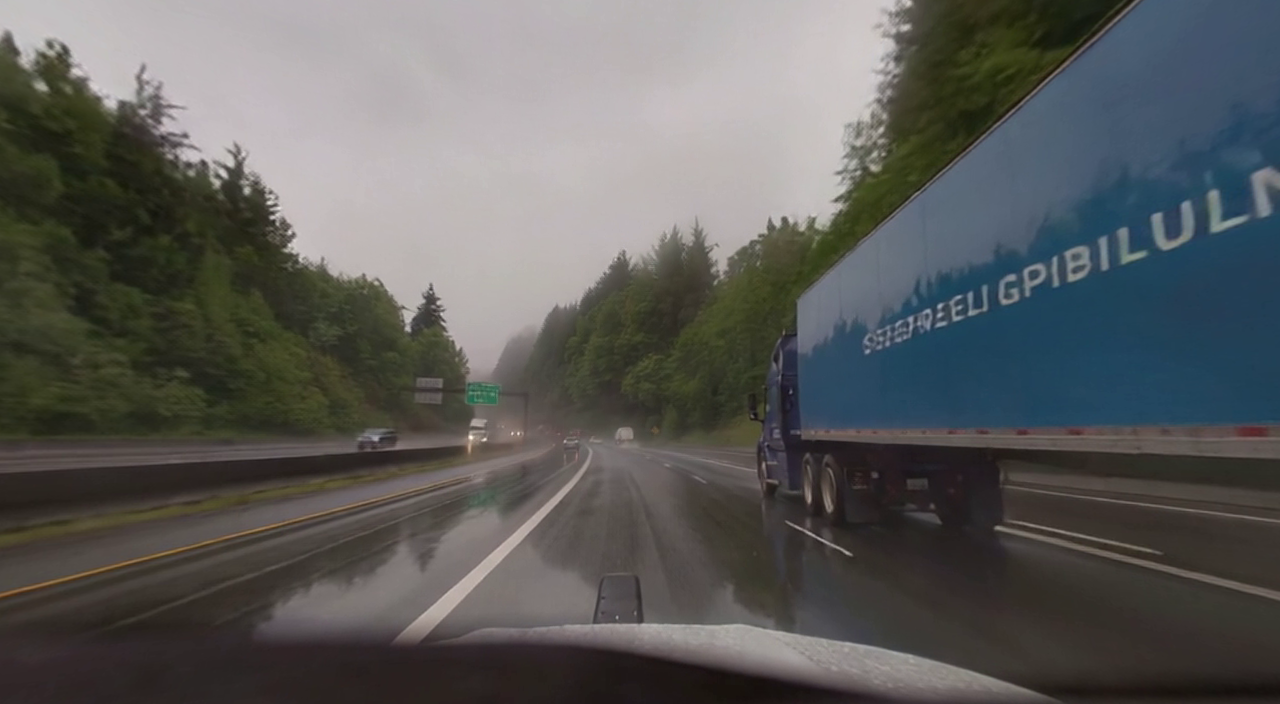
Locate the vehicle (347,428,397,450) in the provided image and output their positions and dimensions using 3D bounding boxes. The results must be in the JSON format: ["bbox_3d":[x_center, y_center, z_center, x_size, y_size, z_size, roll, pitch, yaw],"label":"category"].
[{"bbox_3d":[-20.091,6.546,47.382,1.905,1.567,4.492,0,-8,-2],"label":"vehicle"}]

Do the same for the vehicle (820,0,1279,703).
[{"bbox_3d":[4.178,-0.454,1.888,2.910,4.051,14.278,0,-8,-1],"label":"vehicle"}]
